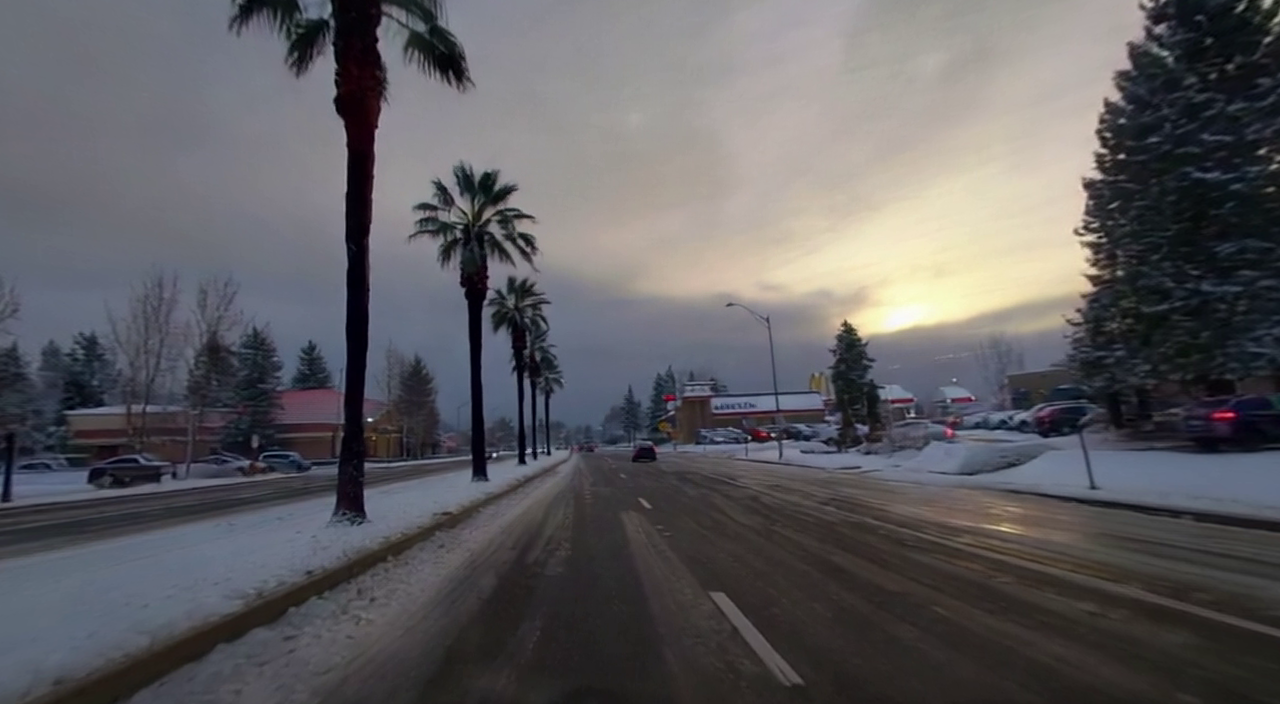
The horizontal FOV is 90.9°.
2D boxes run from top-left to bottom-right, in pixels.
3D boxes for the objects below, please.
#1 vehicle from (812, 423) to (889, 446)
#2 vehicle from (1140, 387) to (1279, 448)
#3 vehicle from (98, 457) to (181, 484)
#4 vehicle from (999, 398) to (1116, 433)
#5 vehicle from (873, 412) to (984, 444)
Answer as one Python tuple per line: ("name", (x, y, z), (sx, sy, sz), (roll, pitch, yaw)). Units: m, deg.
("vehicle", (14.521, 5.733, 43.683), (4.691, 1.545, 1.900), (0, -8, 0))
("vehicle", (16.679, 1.808, 17.053), (4.711, 1.546, 1.891), (0, -8, -2))
("vehicle", (-31.894, 7.549, 40.366), (2.067, 1.563, 4.043), (0, -8, -2))
("vehicle", (27.316, 4.180, 41.376), (6.052, 2.013, 2.331), (-1, -9, -5))
("vehicle", (16.005, 4.253, 35.199), (5.123, 1.730, 2.183), (0, -8, -2))
